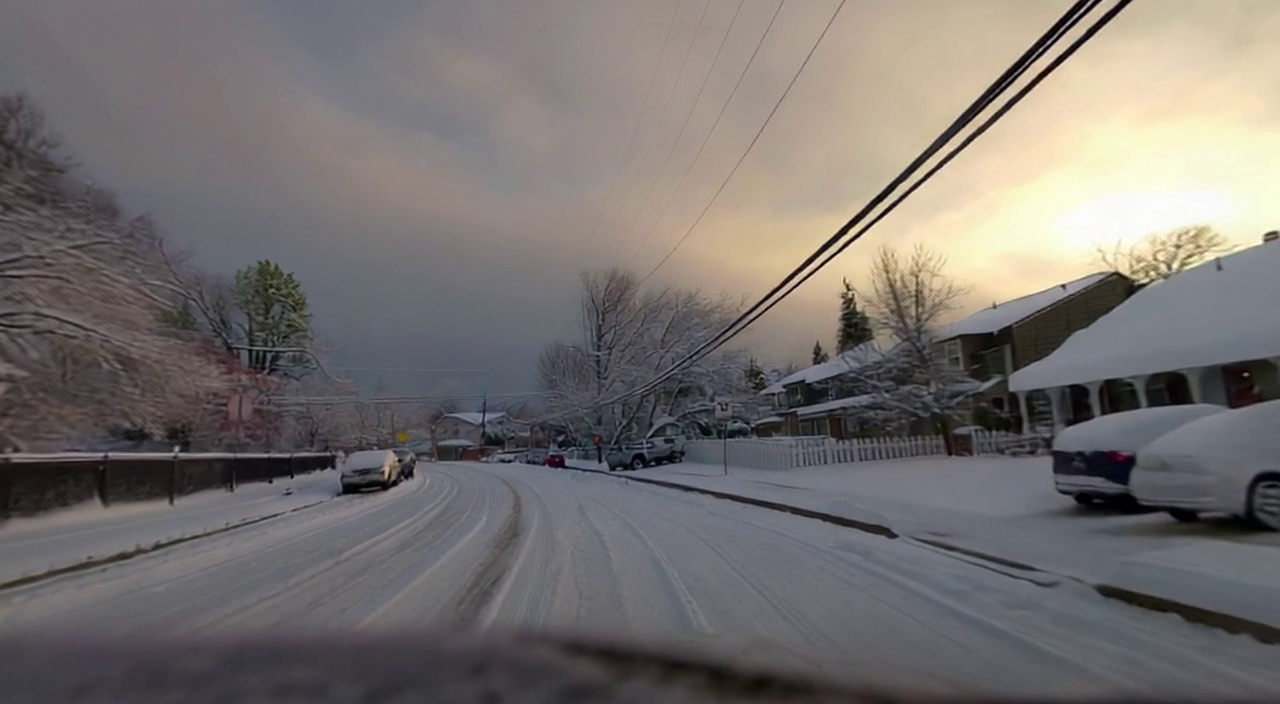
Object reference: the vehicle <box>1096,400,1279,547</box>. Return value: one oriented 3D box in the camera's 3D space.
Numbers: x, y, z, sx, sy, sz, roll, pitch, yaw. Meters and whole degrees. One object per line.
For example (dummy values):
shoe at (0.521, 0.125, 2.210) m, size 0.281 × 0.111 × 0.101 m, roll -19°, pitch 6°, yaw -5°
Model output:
vehicle at (9.501, 1.428, 8.602) m, size 4.666 × 1.655 × 2.169 m, roll -7°, pitch -9°, yaw 6°

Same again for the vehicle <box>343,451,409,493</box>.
vehicle at (-10.851, 4.919, 26.262) m, size 1.902 × 1.434 × 4.313 m, roll 0°, pitch -8°, yaw -14°

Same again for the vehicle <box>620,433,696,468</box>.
vehicle at (1.252, 6.817, 43.867) m, size 5.011 × 1.782 × 2.115 m, roll -6°, pitch -6°, yaw 1°
